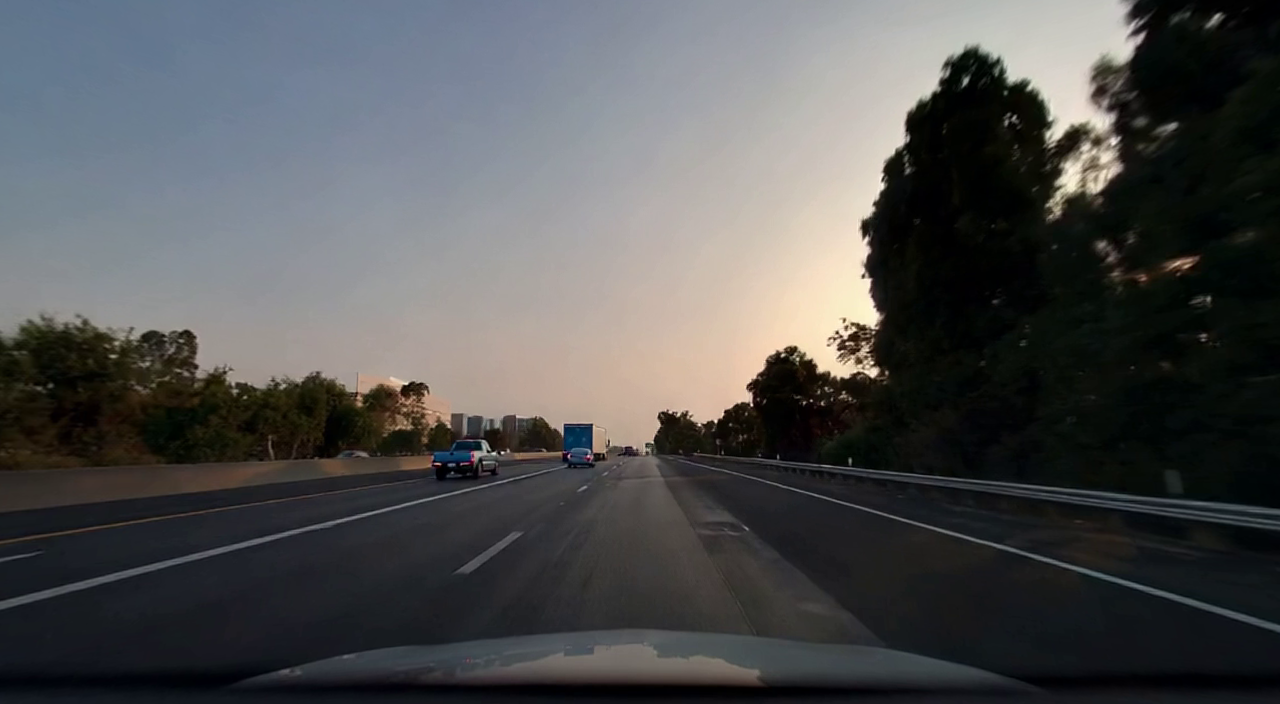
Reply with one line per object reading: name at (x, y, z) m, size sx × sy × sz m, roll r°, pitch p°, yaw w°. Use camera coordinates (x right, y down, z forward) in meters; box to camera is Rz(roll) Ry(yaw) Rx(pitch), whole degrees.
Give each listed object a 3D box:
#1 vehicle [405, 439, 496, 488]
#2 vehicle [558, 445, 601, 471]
vehicle at (-7.028, 4.175, 23.965) m, size 2.075 × 1.646 × 4.405 m, roll 0°, pitch -8°, yaw 0°
vehicle at (-3.750, 6.617, 39.665) m, size 2.184 × 1.554 × 4.350 m, roll 0°, pitch -8°, yaw 1°
